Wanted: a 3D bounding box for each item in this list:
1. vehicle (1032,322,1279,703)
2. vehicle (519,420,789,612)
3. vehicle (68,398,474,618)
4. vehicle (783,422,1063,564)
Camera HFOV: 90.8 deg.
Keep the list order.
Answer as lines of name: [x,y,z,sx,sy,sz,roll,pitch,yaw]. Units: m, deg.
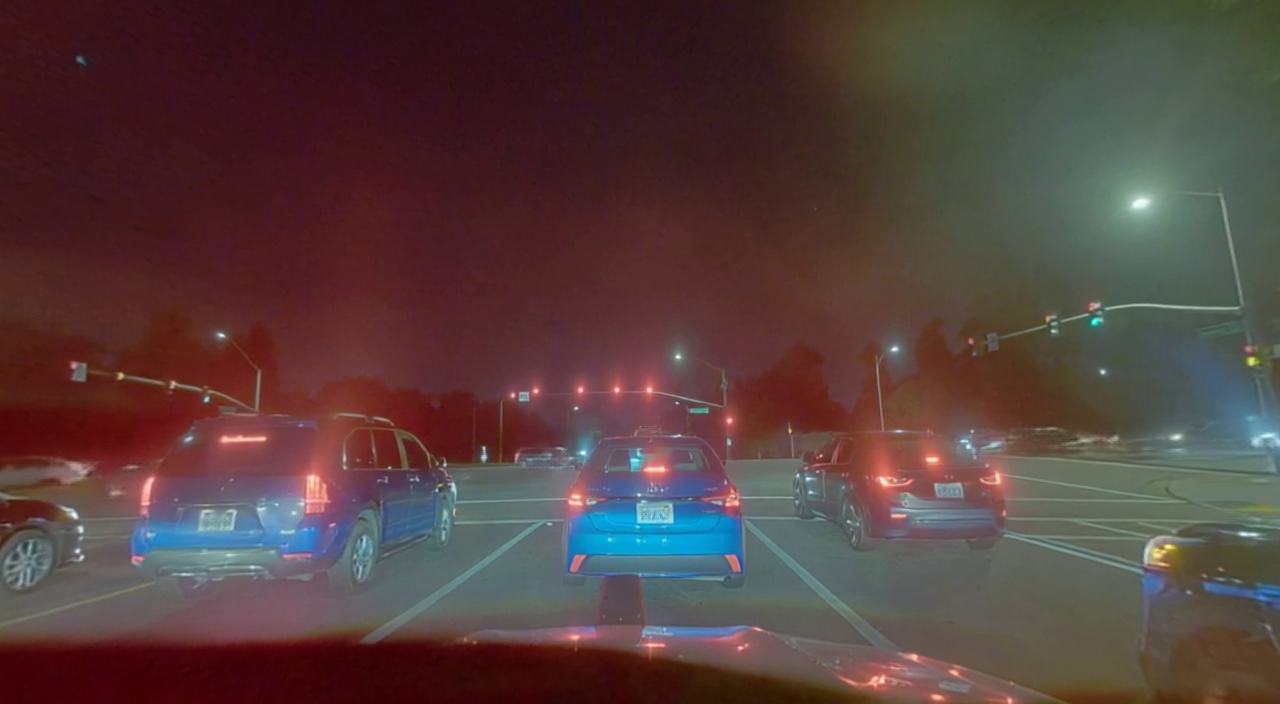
vehicle: [3.227,0.612,1.175,2.178,1.691,4.314,0,-9,0]
vehicle: [0.055,1.591,7.043,2.114,1.482,4.056,0,-9,-2]
vehicle: [-3.420,1.527,7.078,1.958,1.693,4.242,0,-9,0]
vehicle: [3.531,1.839,8.990,1.874,1.487,4.404,0,-9,-1]
